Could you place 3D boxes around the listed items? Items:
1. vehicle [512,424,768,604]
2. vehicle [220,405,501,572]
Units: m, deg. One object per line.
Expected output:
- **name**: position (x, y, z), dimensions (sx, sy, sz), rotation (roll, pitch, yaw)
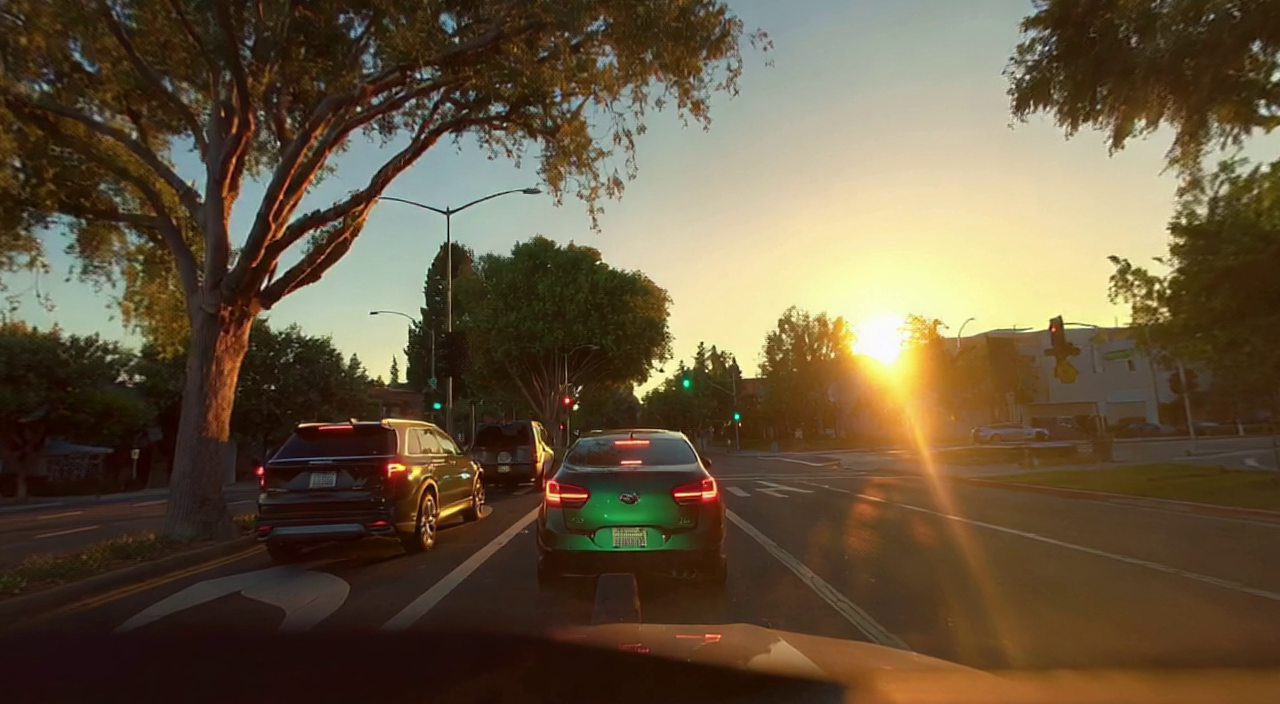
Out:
- **vehicle**: position (-0.053, 1.644, 7.311), dimensions (2.126, 1.475, 3.967), rotation (0, -8, -2)
- **vehicle**: position (-3.425, 1.754, 8.855), dimensions (2.046, 1.751, 4.208), rotation (0, -8, -1)
